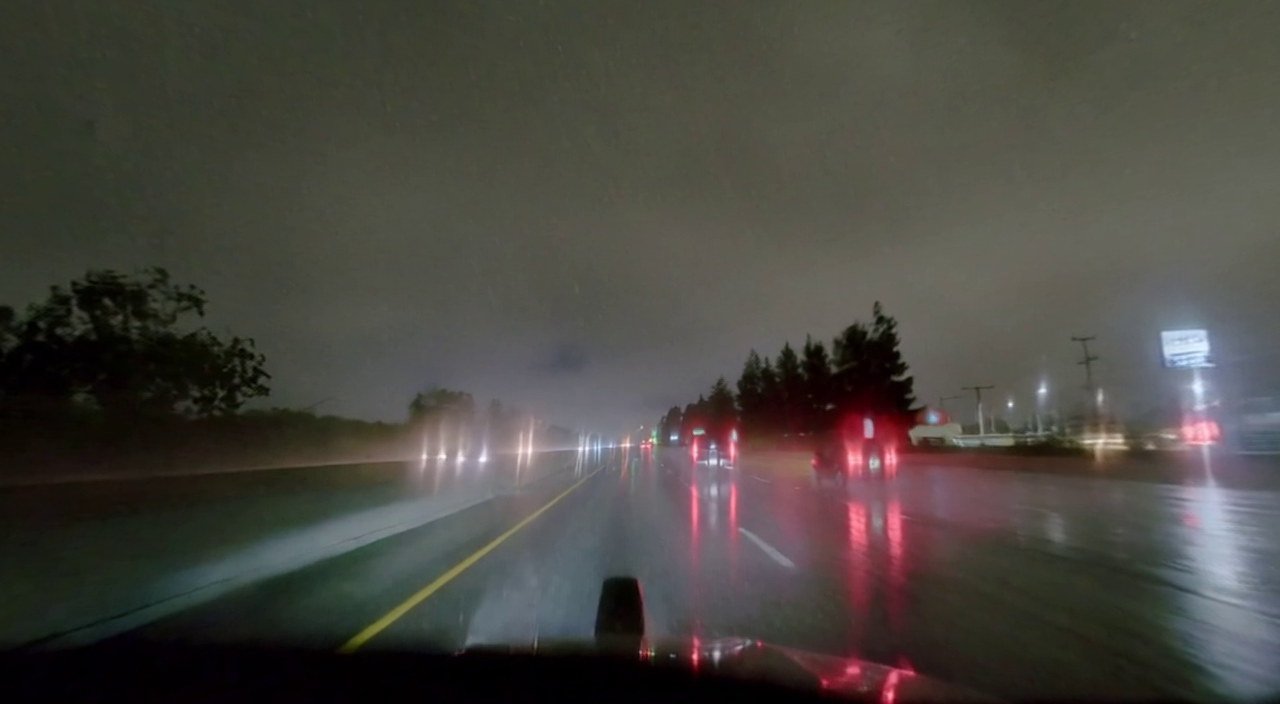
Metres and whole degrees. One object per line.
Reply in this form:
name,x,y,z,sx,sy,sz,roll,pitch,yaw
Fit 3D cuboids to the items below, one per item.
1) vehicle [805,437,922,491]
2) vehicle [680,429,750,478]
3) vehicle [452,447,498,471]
vehicle,6.716,3.400,19.526,2.009,1.456,4.097,0,-8,-1
vehicle,2.959,4.193,26.212,2.258,1.824,4.908,0,-8,-1
vehicle,-11.183,7.264,43.178,2.147,1.545,4.454,1,-8,-2
